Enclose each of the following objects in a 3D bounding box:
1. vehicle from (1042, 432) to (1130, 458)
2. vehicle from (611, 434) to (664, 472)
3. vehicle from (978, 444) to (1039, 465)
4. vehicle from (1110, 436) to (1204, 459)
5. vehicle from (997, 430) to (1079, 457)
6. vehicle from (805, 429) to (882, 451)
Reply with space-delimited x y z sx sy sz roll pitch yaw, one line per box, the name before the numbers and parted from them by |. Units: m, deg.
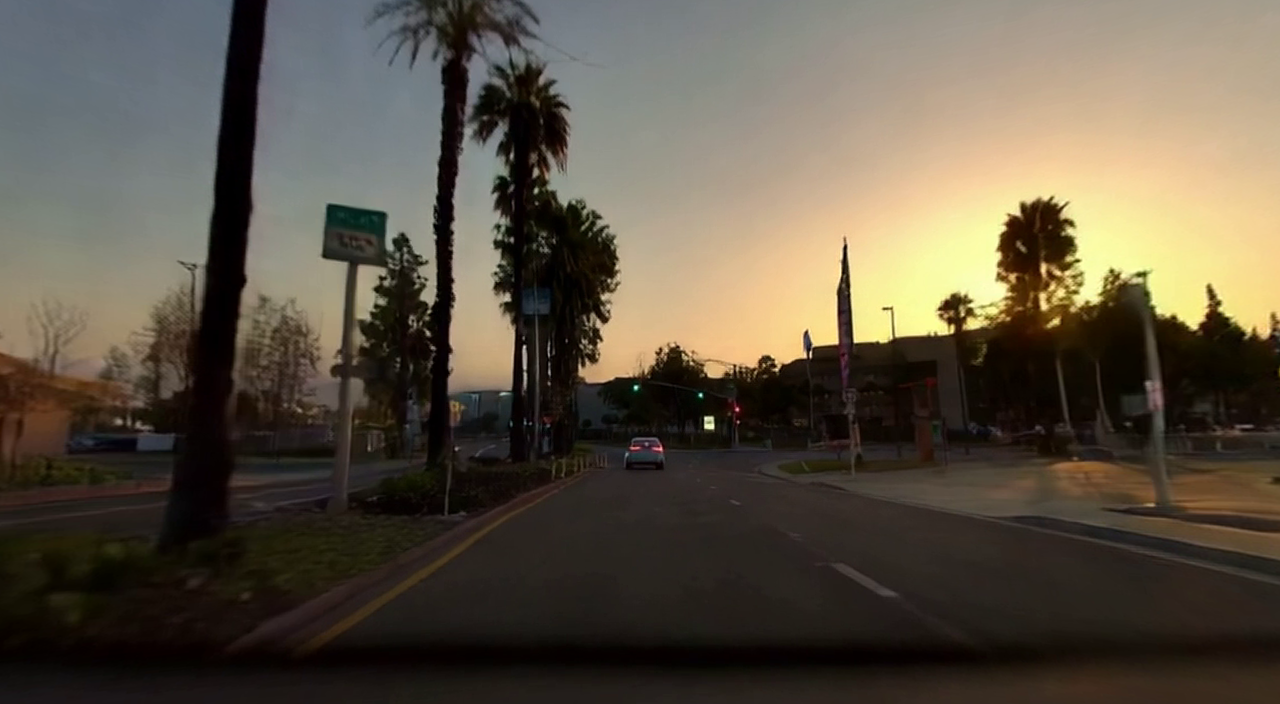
vehicle | 29.668 6.197 42.157 4.377 1.633 1.834 0 -8 3
vehicle | -0.200 4.370 27.685 2.073 1.525 4.809 0 -8 -3
vehicle | 28.586 7.965 49.032 3.685 1.459 1.685 0 -5 1
vehicle | 34.243 6.327 41.930 4.349 1.460 2.027 -1 -9 4
vehicle | 28.051 6.444 44.616 4.381 1.892 1.942 0 -7 0
vehicle | 15.746 6.866 49.151 5.317 1.700 1.901 0 -8 1
